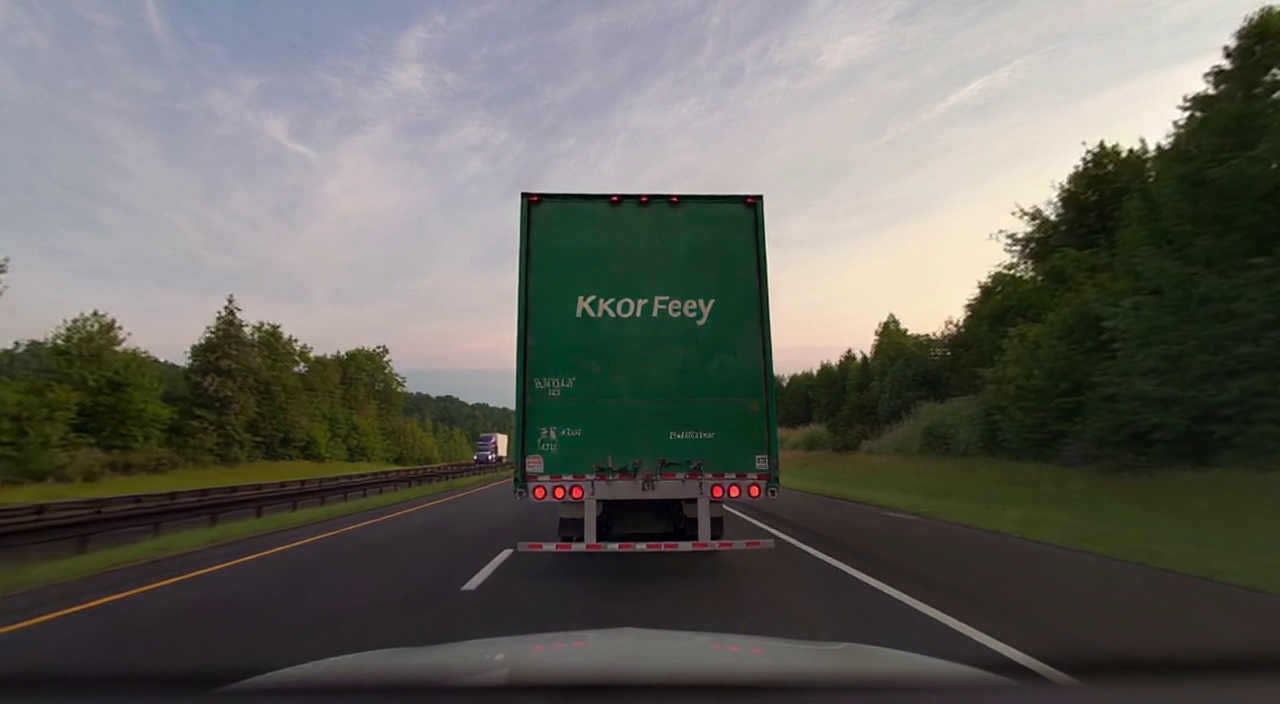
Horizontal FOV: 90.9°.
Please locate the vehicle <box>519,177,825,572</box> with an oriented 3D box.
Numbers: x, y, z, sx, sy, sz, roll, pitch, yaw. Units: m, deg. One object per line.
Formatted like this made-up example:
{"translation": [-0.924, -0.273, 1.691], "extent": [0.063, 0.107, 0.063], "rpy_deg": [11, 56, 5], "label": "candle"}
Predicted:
{"translation": [0.160, 1.282, 14.091], "extent": [3.230, 4.377, 14.405], "rpy_deg": [0, -9, -1], "label": "vehicle"}
